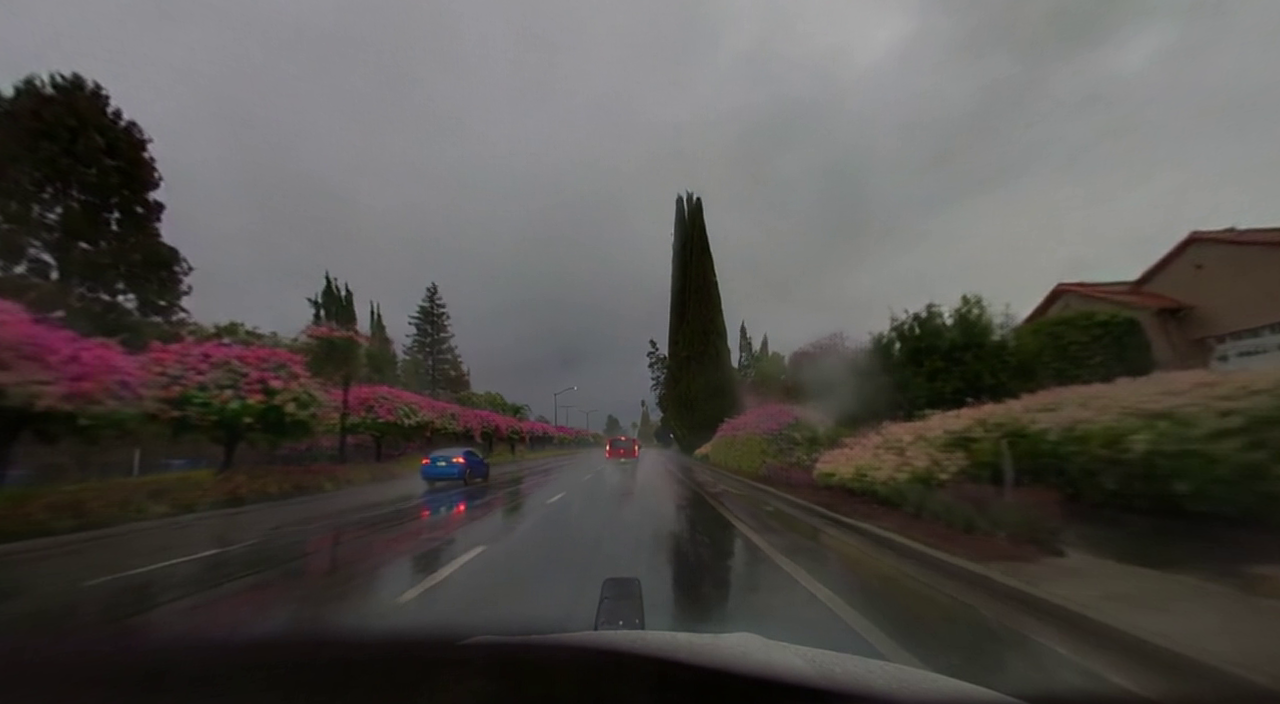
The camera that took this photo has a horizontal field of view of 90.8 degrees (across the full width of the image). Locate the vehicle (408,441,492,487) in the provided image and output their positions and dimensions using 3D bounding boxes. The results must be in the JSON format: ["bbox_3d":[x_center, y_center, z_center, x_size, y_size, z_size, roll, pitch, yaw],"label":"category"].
[{"bbox_3d":[-7.569,4.475,25.663,1.993,1.657,4.487,-1,-8,0],"label":"vehicle"}]

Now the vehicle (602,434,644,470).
[{"bbox_3d":[-0.830,5.314,33.726,2.070,1.764,4.552,-1,-8,0],"label":"vehicle"}]
